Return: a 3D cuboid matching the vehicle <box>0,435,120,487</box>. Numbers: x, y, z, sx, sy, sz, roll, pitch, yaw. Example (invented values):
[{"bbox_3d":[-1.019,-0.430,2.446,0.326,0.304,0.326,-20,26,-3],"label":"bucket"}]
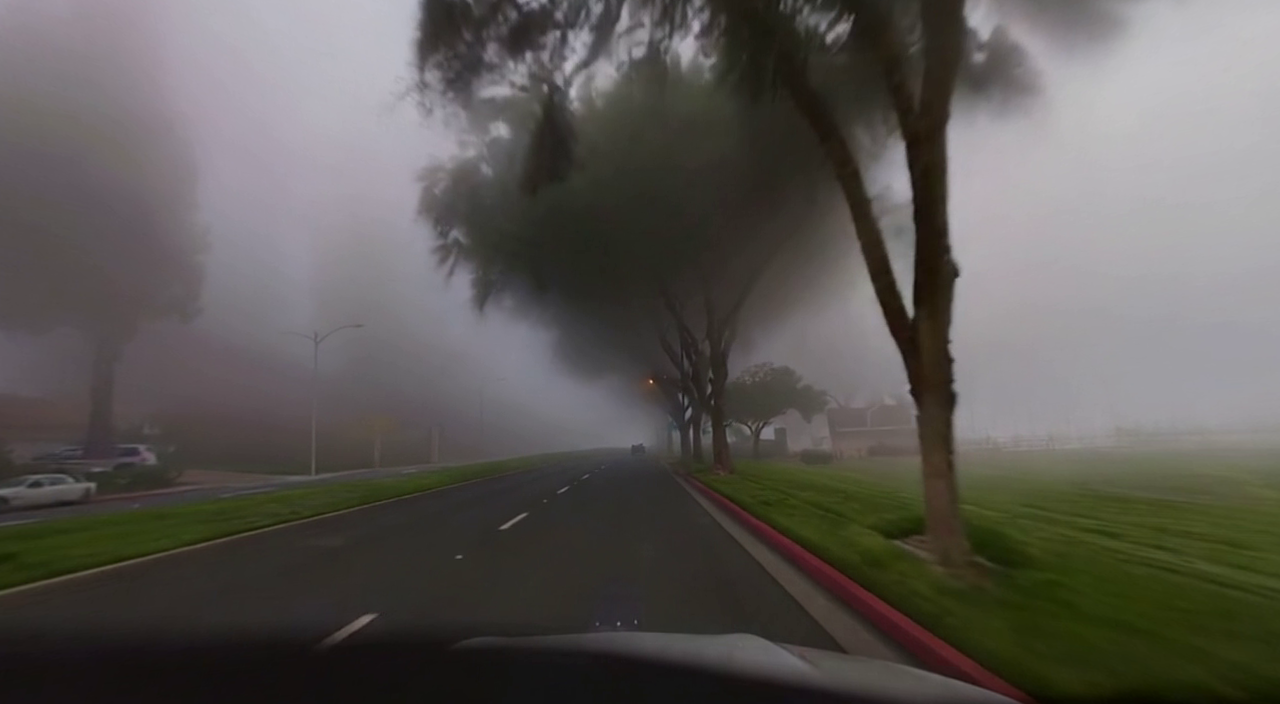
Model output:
[{"bbox_3d":[-24.679,4.373,25.524,5.409,1.967,2.123,0,-8,-1],"label":"vehicle"}]
